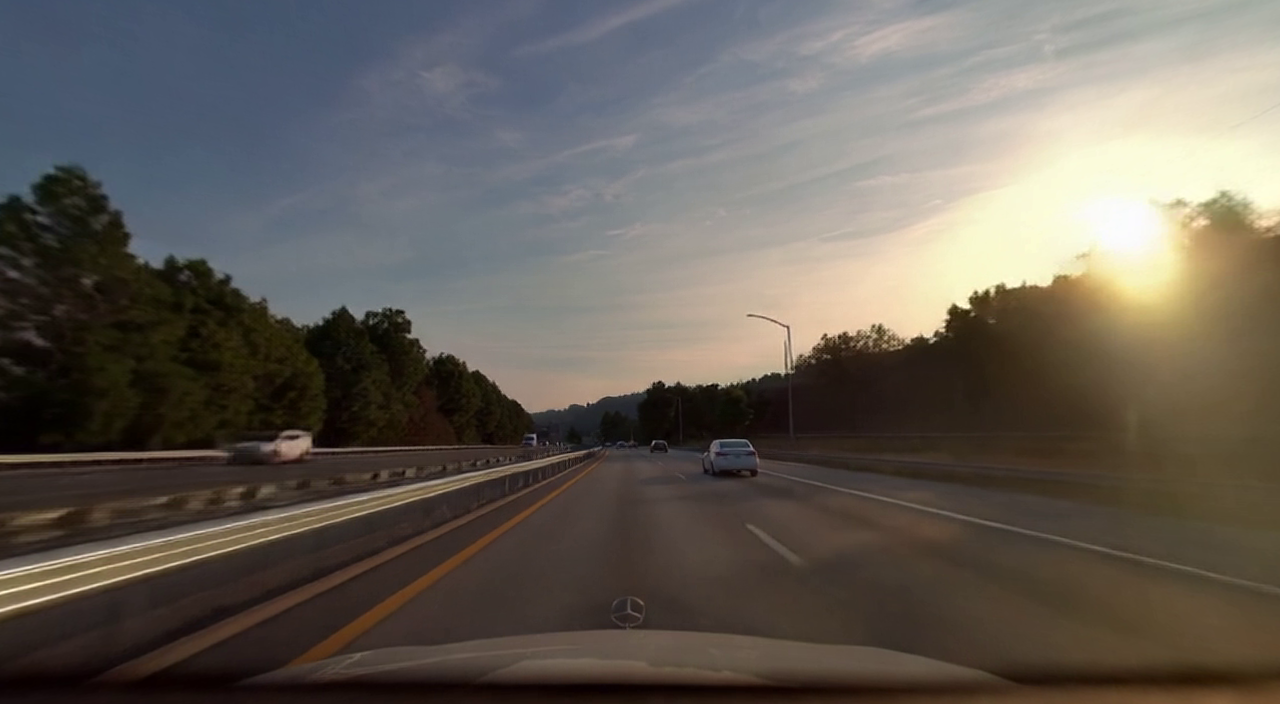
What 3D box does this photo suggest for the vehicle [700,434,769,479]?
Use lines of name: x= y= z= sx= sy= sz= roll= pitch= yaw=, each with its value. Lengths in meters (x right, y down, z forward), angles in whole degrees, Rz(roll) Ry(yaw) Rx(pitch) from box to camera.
vehicle: x=3.429 y=3.879 z=23.598 sx=1.945 sy=1.538 sz=3.729 roll=0 pitch=-8 yaw=-1

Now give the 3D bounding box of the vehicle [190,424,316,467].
vehicle: x=-16.648 y=4.052 z=27.434 sx=2.184 sy=1.667 sz=5.019 roll=-1 pitch=-8 yaw=2
